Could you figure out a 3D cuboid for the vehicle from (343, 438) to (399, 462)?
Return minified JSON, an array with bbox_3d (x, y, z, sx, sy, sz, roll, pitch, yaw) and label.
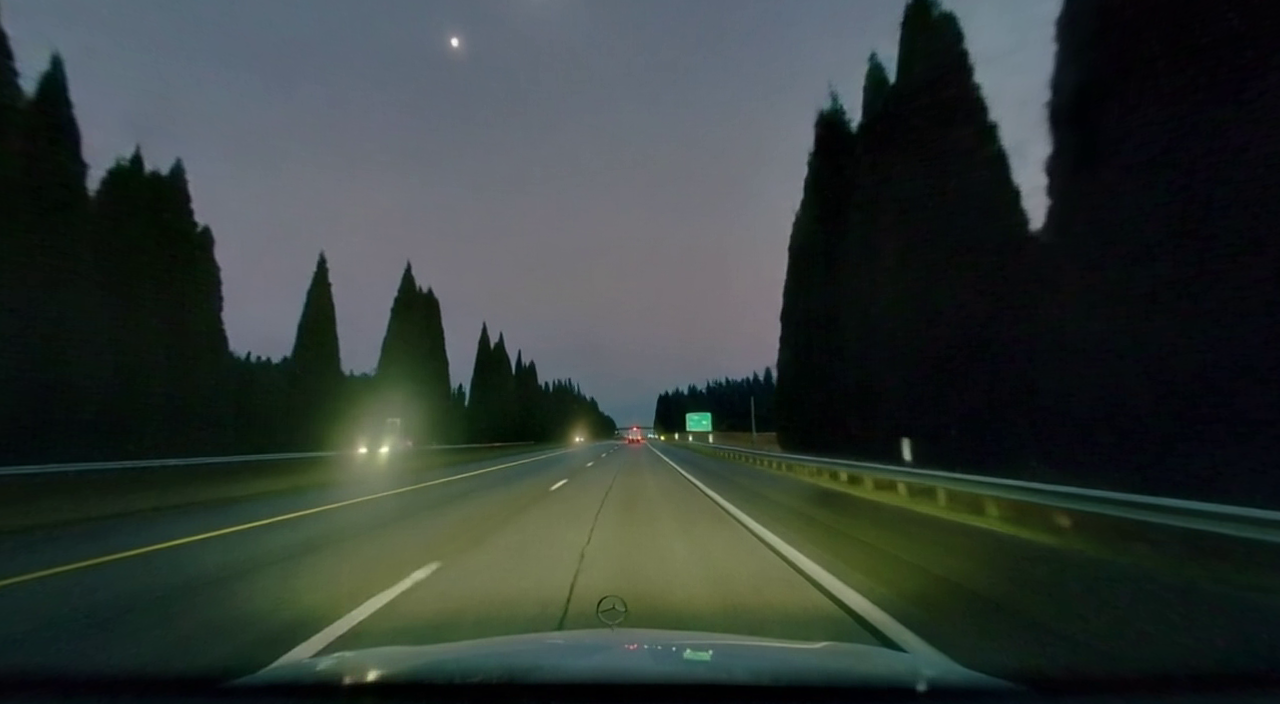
[{"bbox_3d":[-17.662,6.414,41.553,1.904,1.469,4.186,0,-8,-1],"label":"vehicle"}]
